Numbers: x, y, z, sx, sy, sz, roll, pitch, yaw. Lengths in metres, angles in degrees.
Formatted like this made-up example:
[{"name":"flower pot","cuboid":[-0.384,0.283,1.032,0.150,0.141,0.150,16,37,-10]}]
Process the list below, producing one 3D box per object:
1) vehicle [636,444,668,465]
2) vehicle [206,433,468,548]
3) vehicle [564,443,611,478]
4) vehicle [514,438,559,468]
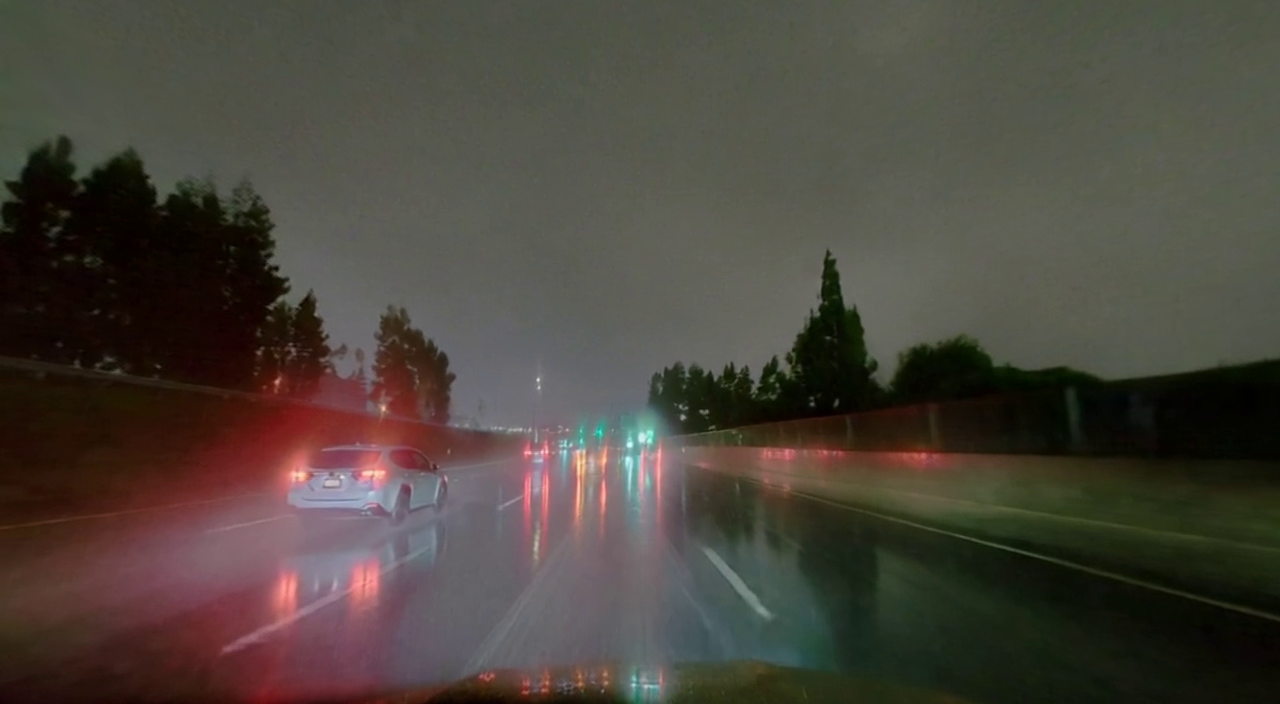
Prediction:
[{"name":"vehicle","cuboid":[0.842,7.516,46.614,2.021,1.447,3.985,1,-9,-4]},{"name":"vehicle","cuboid":[-4.662,2.195,10.830,2.049,1.482,4.981,0,-9,-1]},{"name":"vehicle","cuboid":[-2.293,4.868,28.518,1.947,1.437,4.345,1,-9,-3]},{"name":"vehicle","cuboid":[-6.450,6.382,39.898,2.244,1.755,4.417,1,-9,-2]}]
